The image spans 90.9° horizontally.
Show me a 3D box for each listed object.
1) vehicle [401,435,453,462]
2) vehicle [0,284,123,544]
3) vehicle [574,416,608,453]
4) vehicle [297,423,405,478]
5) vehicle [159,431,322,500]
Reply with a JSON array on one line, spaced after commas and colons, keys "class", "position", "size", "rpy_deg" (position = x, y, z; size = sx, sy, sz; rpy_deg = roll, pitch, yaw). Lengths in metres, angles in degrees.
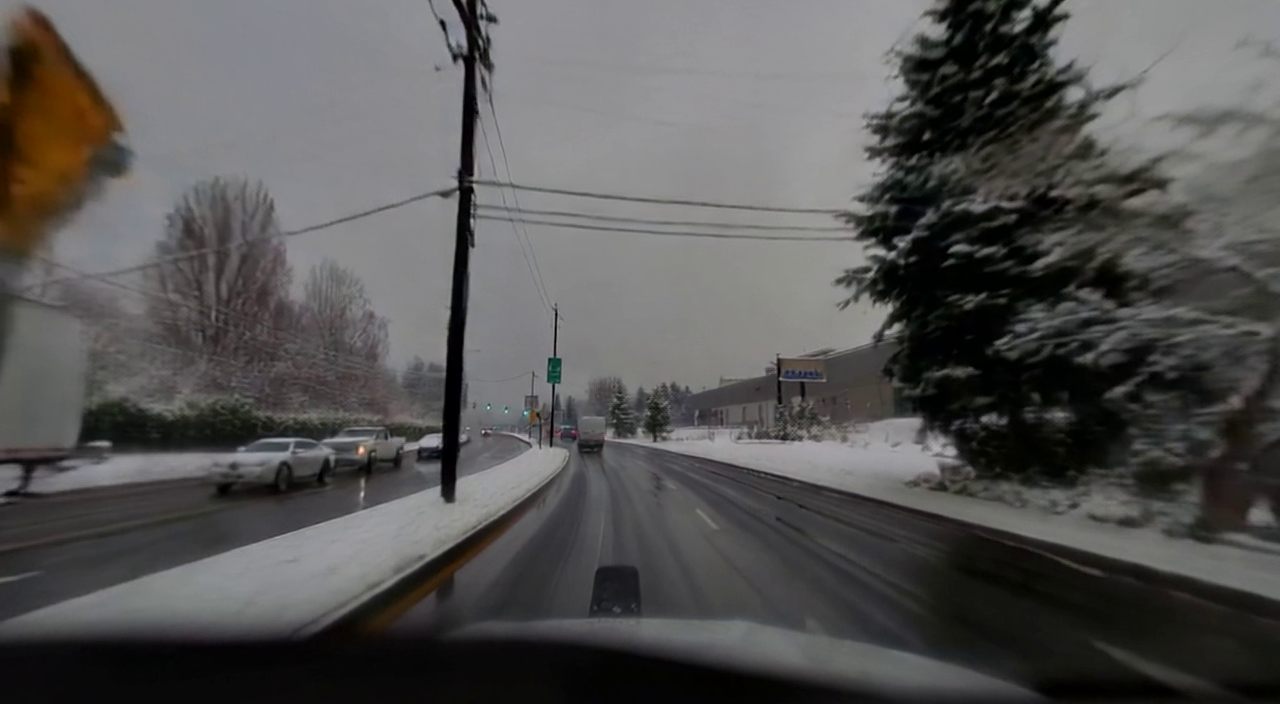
[{"class": "vehicle", "position": [-12.302, 5.583, 36.682], "size": [1.897, 1.515, 3.986], "rpy_deg": [1, -8, -5]}, {"class": "vehicle", "position": [-10.176, 0.471, 5.825], "size": [3.012, 3.547, 9.604], "rpy_deg": [0, -8, -3]}, {"class": "vehicle", "position": [-3.911, 6.488, 49.635], "size": [2.276, 2.706, 5.232], "rpy_deg": [1, -8, -9]}, {"class": "vehicle", "position": [-11.224, 3.854, 25.000], "size": [2.198, 1.916, 5.296], "rpy_deg": [1, -8, -5]}, {"class": "vehicle", "position": [-10.585, 2.984, 17.122], "size": [1.926, 1.610, 4.079], "rpy_deg": [0, -8, -3]}]
